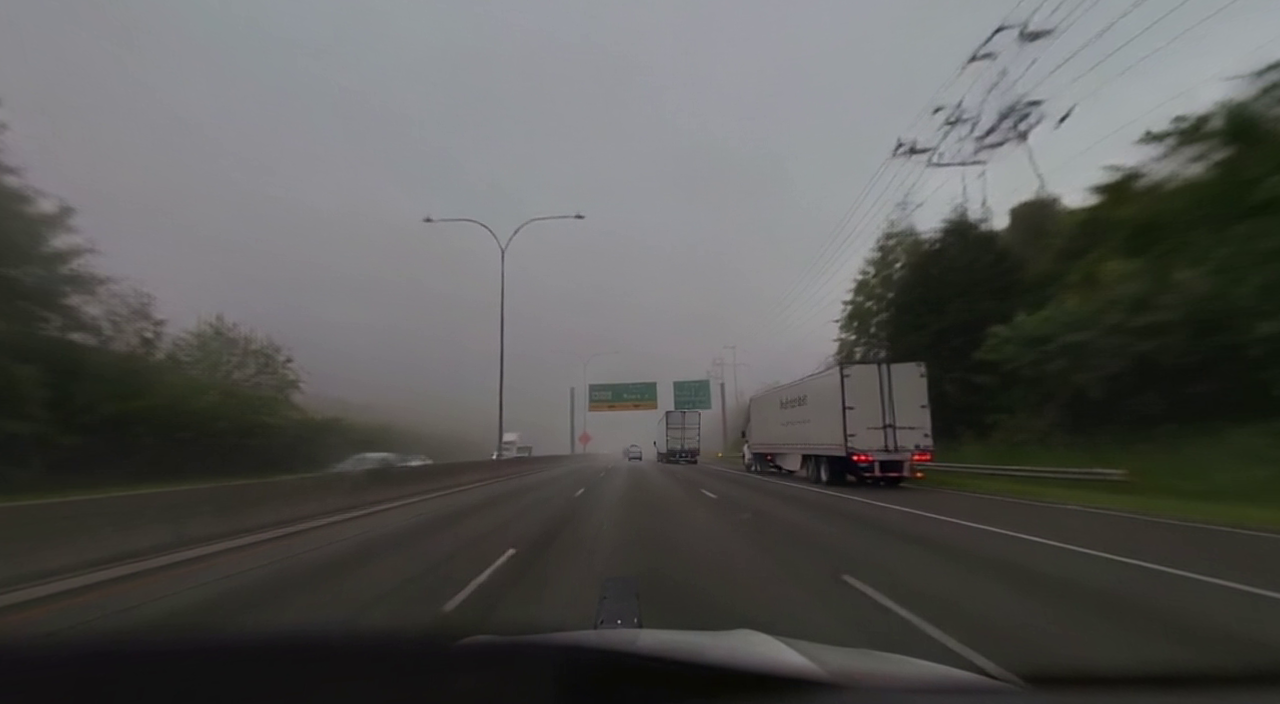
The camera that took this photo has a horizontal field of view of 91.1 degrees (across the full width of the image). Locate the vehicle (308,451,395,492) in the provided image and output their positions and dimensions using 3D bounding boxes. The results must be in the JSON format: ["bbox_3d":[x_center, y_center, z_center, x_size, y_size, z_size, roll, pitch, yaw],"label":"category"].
[{"bbox_3d":[-11.828,4.884,26.041,1.804,1.500,3.794,0,-9,-1],"label":"vehicle"}]

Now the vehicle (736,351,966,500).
[{"bbox_3d":[7.195,3.337,26.294,3.400,4.134,17.388,0,-9,-1],"label":"vehicle"}]

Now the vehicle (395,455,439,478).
[{"bbox_3d":[-15.562,7.995,44.073,1.740,1.476,3.811,0,-9,0],"label":"vehicle"}]
